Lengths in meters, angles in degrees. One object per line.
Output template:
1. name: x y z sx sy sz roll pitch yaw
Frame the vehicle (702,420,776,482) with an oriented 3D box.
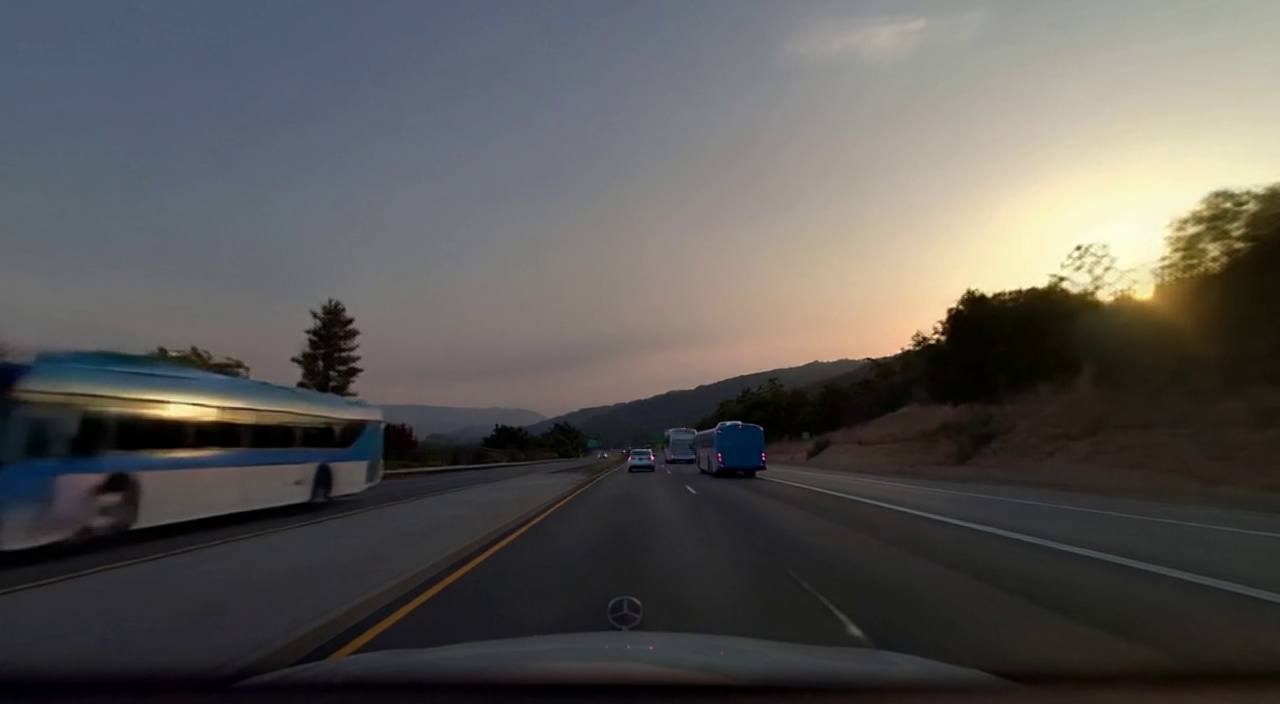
1. vehicle: 4.467 4.624 29.489 2.440 2.555 5.957 0 -9 0

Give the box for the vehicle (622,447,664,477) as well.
1. vehicle: 0.132 5.617 32.307 2.004 1.449 3.817 0 -9 0

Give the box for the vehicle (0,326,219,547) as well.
1. vehicle: -13.207 1.958 14.127 2.999 4.011 6.198 0 -9 1
